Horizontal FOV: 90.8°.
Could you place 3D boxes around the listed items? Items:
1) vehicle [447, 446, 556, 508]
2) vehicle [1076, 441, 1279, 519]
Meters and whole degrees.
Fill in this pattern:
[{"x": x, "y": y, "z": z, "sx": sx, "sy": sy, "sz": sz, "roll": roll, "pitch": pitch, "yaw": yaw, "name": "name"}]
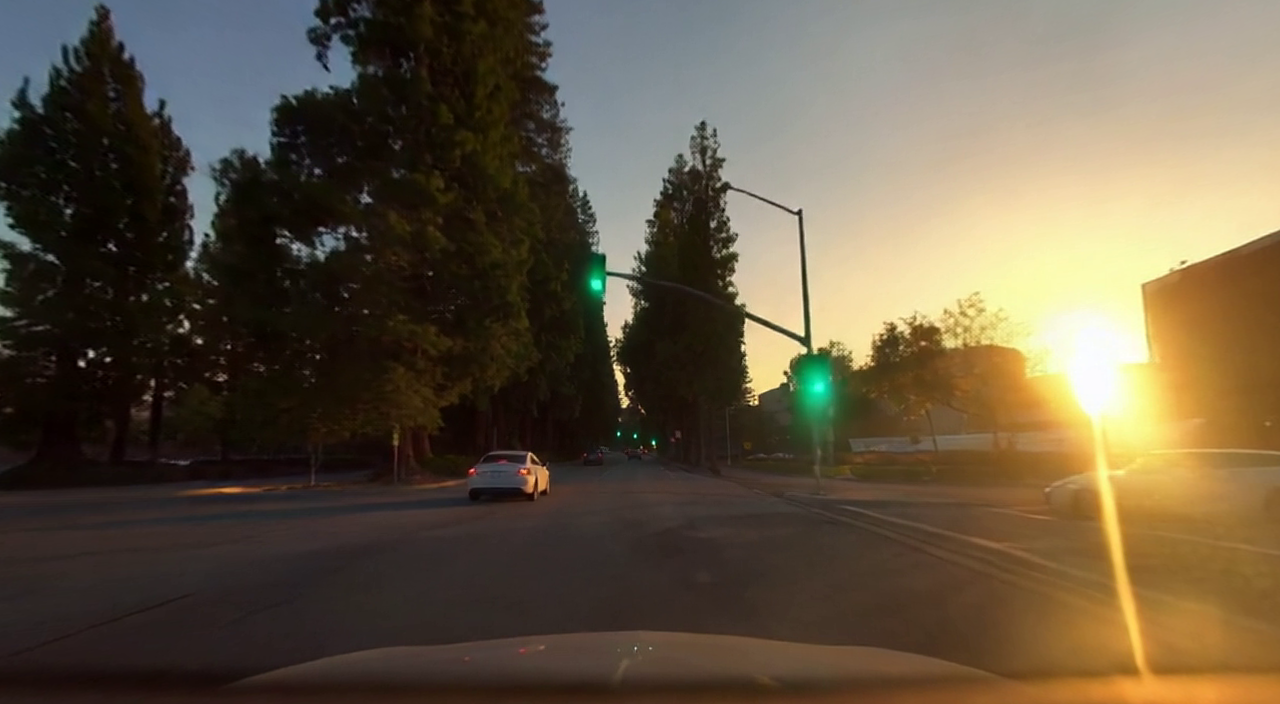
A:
[{"x": -3.597, "y": 3.316, "z": 17.333, "sx": 1.968, "sy": 1.459, "sz": 4.433, "roll": 0, "pitch": -8, "yaw": 0, "name": "vehicle"}, {"x": 12.098, "y": 2.598, "z": 13.164, "sx": 4.632, "sy": 1.473, "sz": 1.889, "roll": 0, "pitch": -8, "yaw": -3, "name": "vehicle"}]
